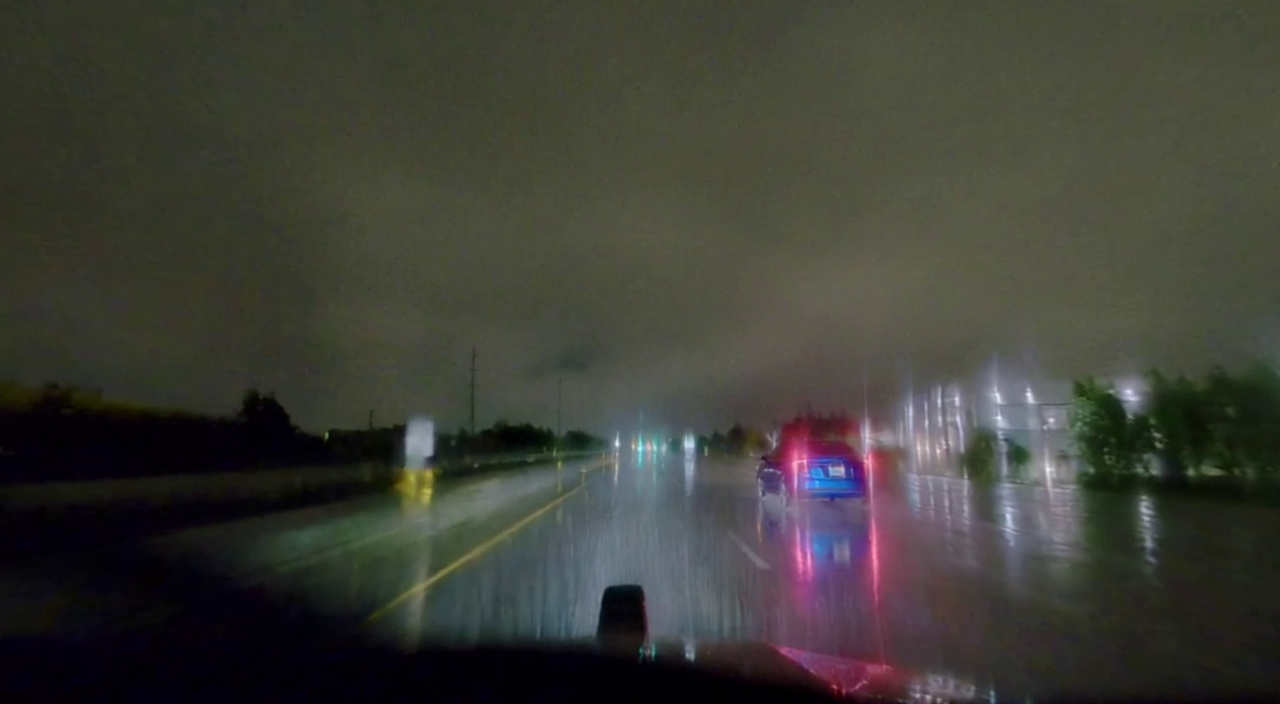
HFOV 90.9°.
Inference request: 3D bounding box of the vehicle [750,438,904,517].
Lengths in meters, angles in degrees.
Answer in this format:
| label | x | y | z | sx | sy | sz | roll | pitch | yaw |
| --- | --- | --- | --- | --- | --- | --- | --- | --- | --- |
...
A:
| label | x | y | z | sx | sy | sz | roll | pitch | yaw |
| --- | --- | --- | --- | --- | --- | --- | --- | --- | --- |
| vehicle | 4.059 | 2.799 | 14.671 | 2.053 | 1.490 | 4.799 | -1 | -8 | -1 |
